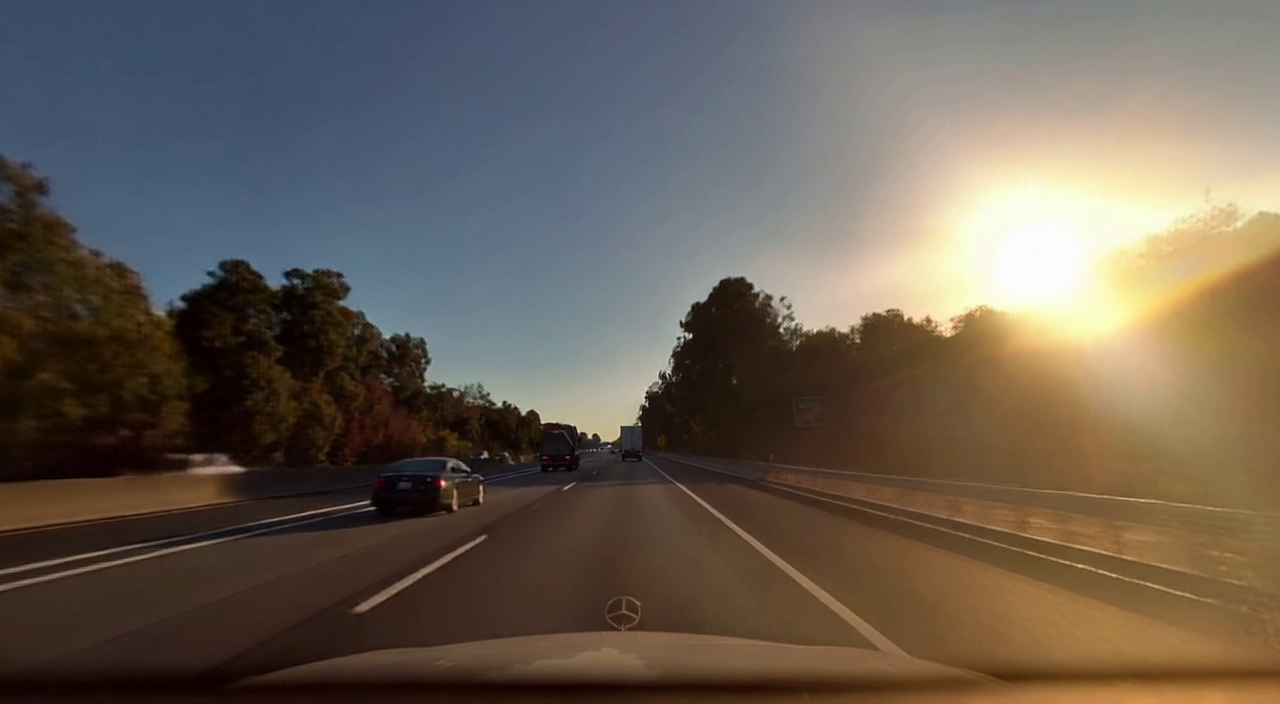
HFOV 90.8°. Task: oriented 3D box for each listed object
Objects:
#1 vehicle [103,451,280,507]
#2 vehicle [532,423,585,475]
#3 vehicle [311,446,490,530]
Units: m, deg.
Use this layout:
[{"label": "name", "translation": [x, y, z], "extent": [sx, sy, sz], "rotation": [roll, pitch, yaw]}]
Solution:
[{"label": "vehicle", "translation": [-13.328, 3.767, 19.213], "extent": [1.971, 1.498, 4.598], "rotation": [0, -9, 1]}, {"label": "vehicle", "translation": [-4.709, 5.773, 37.468], "extent": [2.368, 2.813, 6.329], "rotation": [0, -9, 0]}, {"label": "vehicle", "translation": [-4.774, 2.771, 13.470], "extent": [1.979, 1.459, 4.643], "rotation": [0, -9, 1]}]
